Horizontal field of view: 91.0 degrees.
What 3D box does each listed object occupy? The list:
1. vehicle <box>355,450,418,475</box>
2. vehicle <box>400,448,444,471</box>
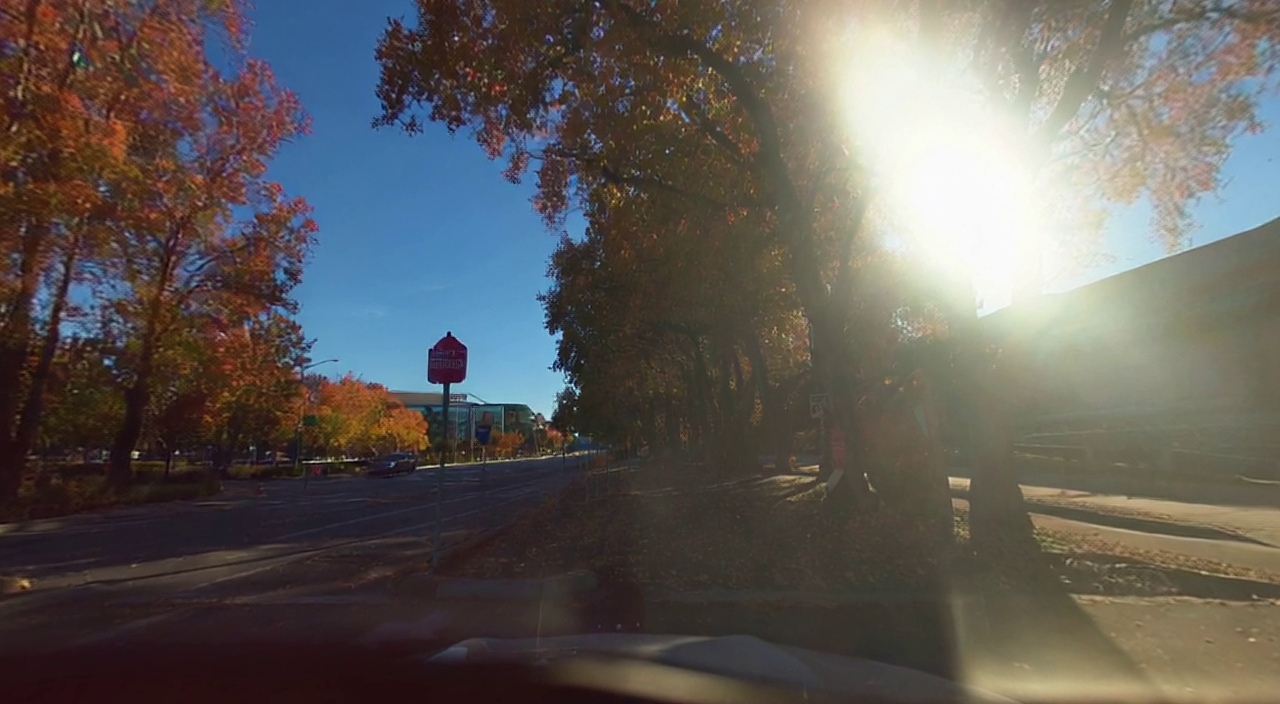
[{"bbox_3d":[-18.300,7.988,45.655,1.907,1.644,4.410,-2,-9,14],"label":"vehicle"},{"bbox_3d":[-17.238,8.473,49.911,1.902,1.720,3.248,-2,-9,11],"label":"vehicle"}]
